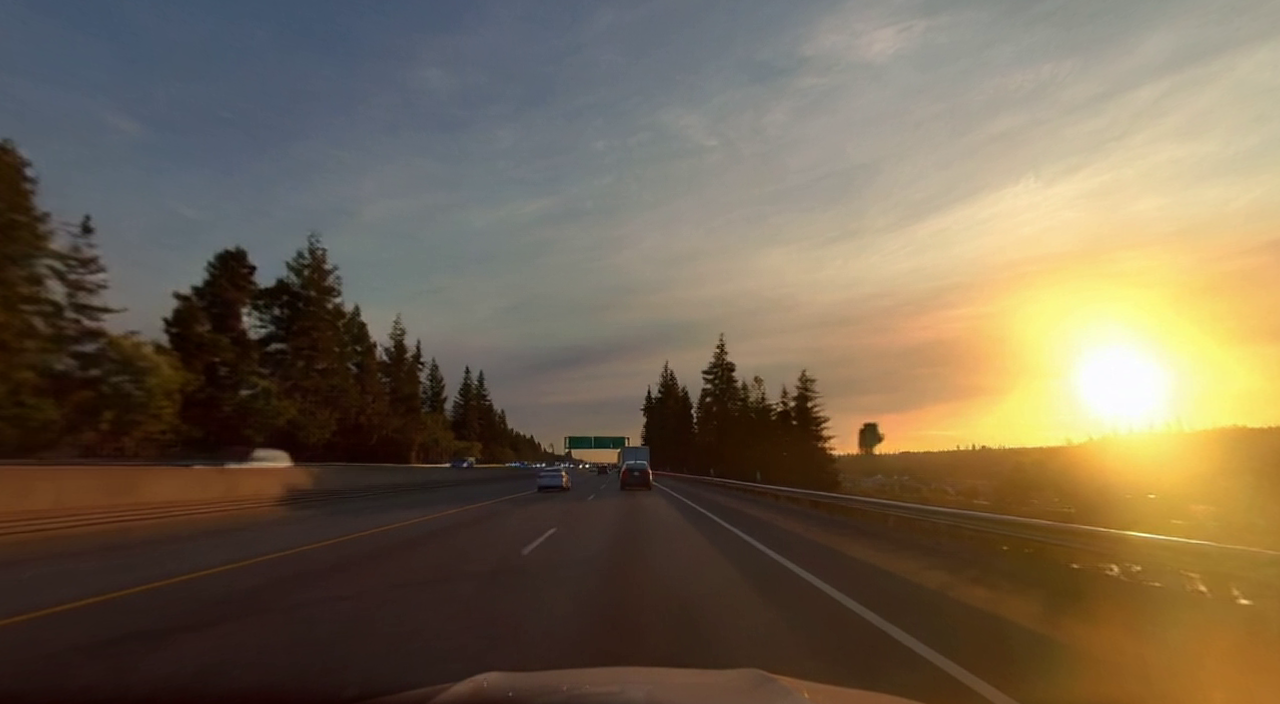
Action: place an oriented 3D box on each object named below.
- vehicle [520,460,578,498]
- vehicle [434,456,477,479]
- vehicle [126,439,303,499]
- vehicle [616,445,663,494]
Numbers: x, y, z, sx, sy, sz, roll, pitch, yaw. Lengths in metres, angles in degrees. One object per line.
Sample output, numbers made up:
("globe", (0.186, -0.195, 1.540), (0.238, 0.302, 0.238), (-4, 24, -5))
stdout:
("vehicle", (-4.137, 5.857, 29.244), (2.100, 1.605, 3.883), (1, -10, 0))
("vehicle", (-13.369, 8.407, 45.857), (1.909, 1.531, 4.122), (1, -11, 0))
("vehicle", (-12.373, 3.487, 18.804), (1.918, 1.510, 4.728), (1, -11, 0))
("vehicle", (-0.104, 6.828, 36.618), (2.482, 2.549, 5.447), (1, -11, -2))
